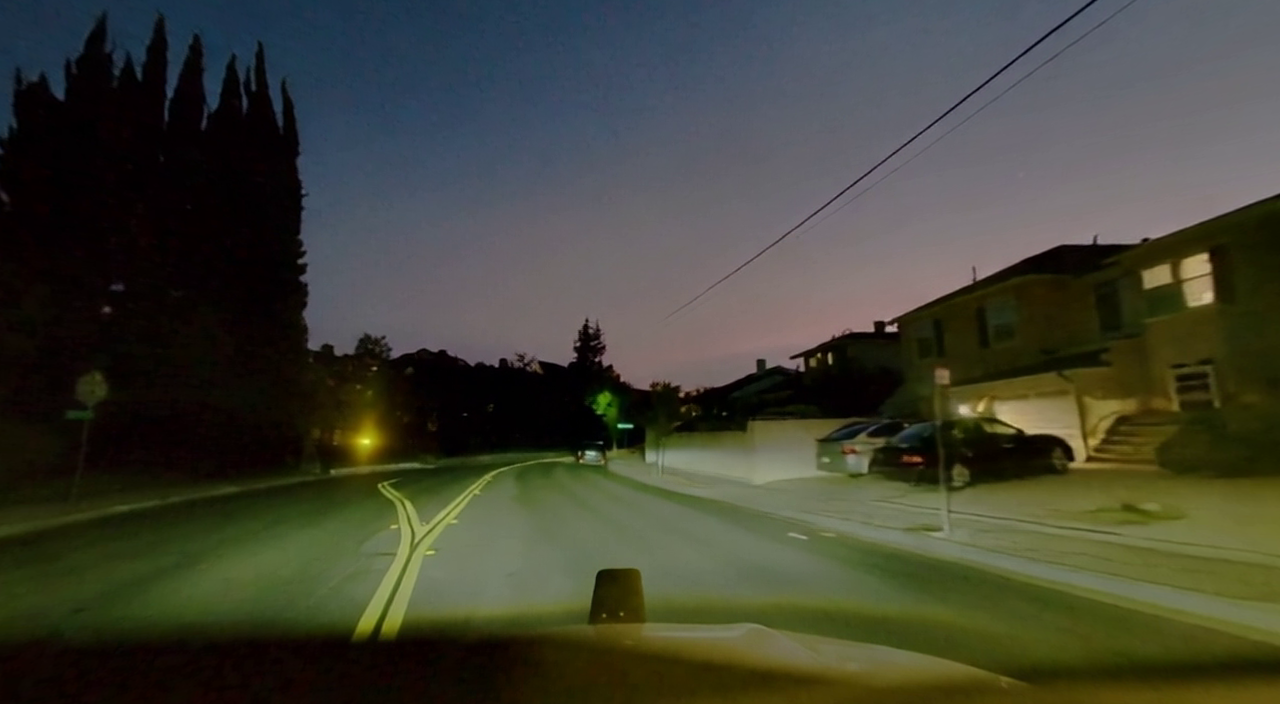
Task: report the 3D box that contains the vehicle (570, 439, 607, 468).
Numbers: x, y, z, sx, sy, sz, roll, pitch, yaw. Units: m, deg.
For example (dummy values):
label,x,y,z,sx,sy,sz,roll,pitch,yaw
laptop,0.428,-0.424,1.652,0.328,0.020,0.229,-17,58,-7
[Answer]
label,x,y,z,sx,sy,sz,roll,pitch,yaw
vehicle,-3.085,5.963,37.156,1.984,1.601,3.994,1,-9,-8

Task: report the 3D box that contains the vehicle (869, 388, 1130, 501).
label,x,y,z,sx,sy,sz,roll,pitch,yaw
vehicle,7.457,1.892,13.301,4.431,1.873,1.920,-2,-8,-13
